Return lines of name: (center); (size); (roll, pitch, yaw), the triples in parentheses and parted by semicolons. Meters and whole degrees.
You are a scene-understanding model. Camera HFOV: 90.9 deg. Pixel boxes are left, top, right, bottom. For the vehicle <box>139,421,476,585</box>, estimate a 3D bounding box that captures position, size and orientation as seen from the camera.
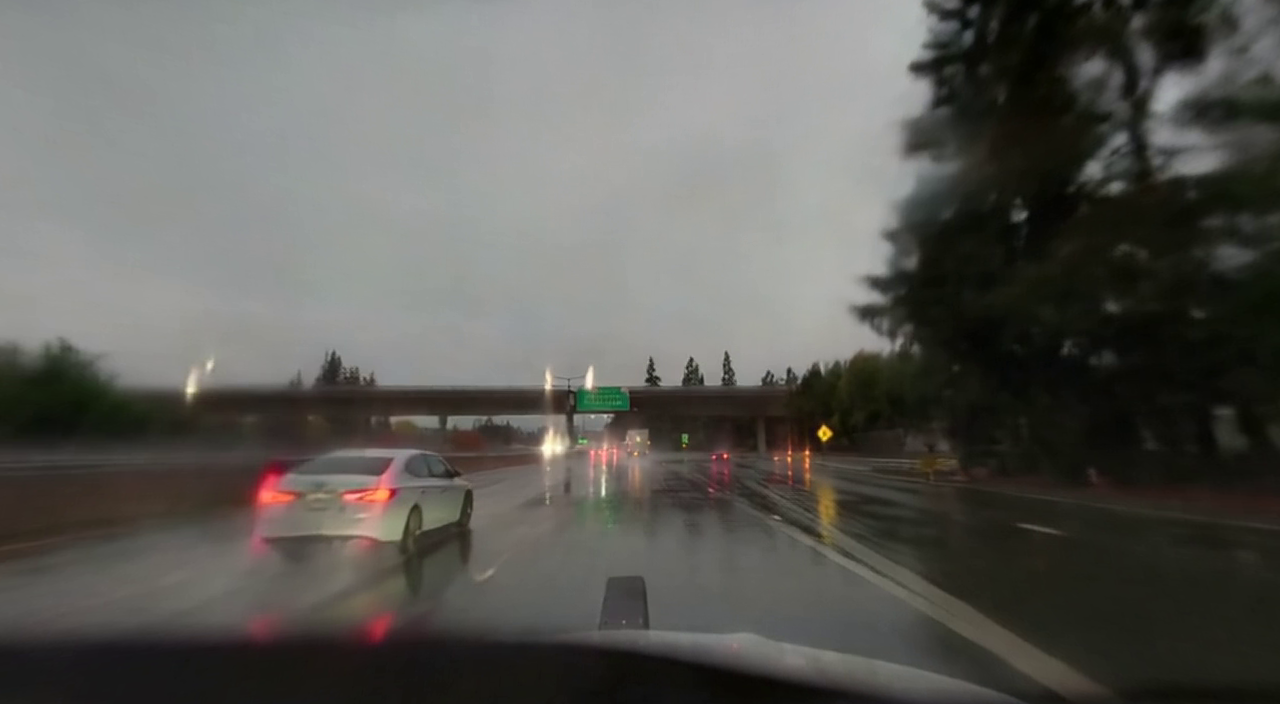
vehicle: (-3.763, 1.789, 8.220); (2.070, 1.564, 4.145); (0, -9, 1)
